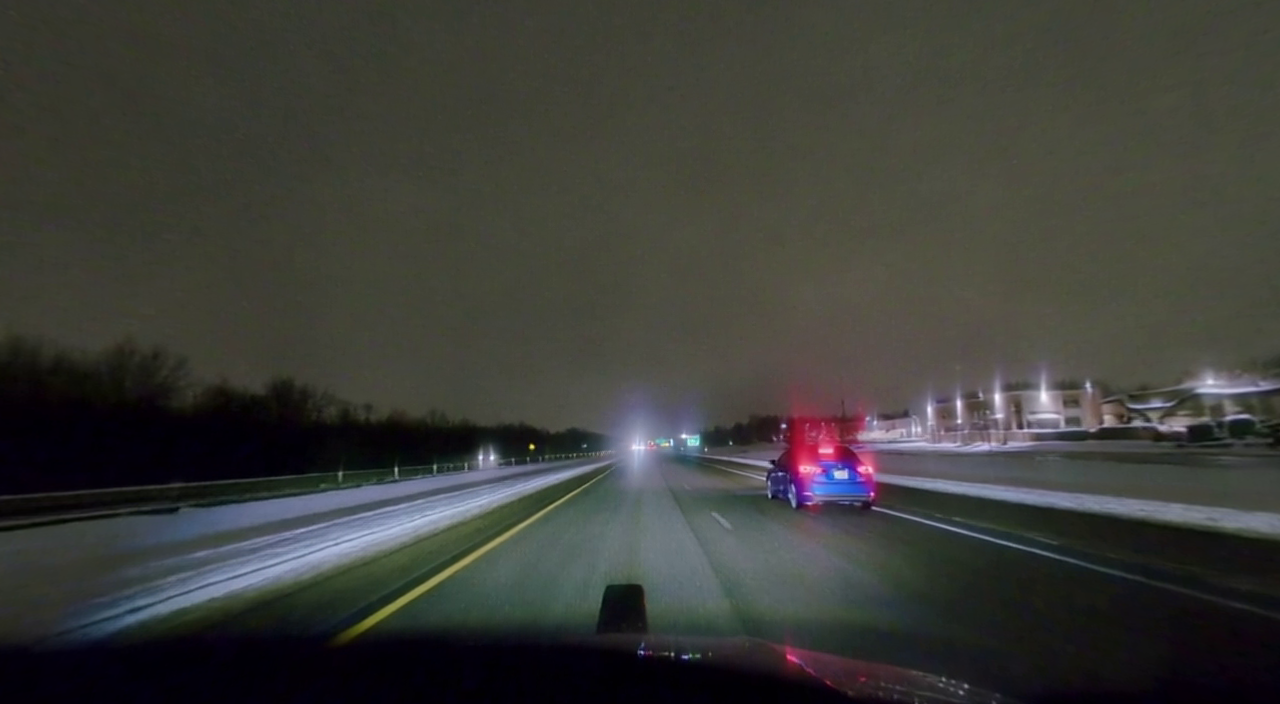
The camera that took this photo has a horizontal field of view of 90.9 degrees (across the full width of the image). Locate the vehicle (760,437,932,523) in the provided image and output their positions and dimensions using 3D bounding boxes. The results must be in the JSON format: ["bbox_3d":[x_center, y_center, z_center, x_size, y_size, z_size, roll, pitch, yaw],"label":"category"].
[{"bbox_3d":[4.116,2.631,13.629,2.053,1.490,4.799,0,-8,0],"label":"vehicle"}]
